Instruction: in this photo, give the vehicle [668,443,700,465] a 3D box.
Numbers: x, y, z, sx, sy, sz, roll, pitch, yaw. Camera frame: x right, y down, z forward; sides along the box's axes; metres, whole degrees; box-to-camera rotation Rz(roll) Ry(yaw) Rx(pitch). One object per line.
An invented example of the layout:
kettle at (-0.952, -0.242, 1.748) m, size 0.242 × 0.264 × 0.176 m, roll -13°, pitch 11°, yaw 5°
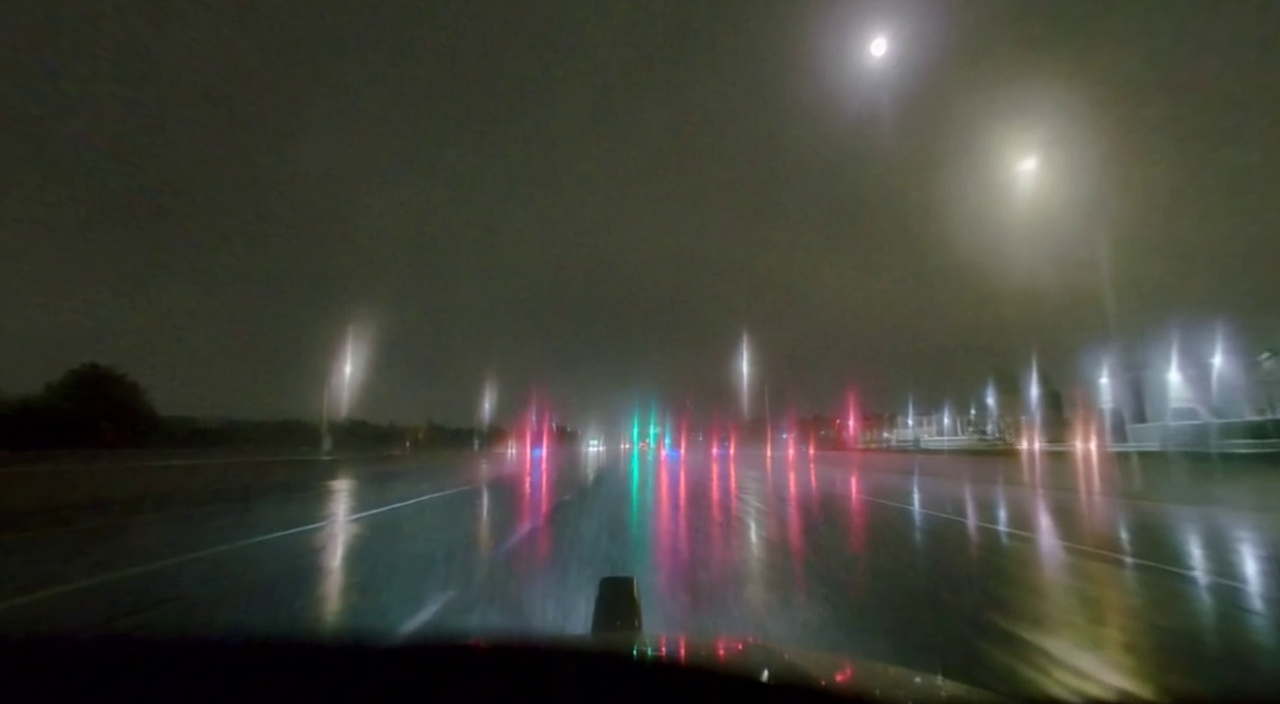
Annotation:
vehicle at (3.133, 7.375, 45.928) m, size 2.000 × 1.533 × 3.770 m, roll 0°, pitch -8°, yaw -1°
